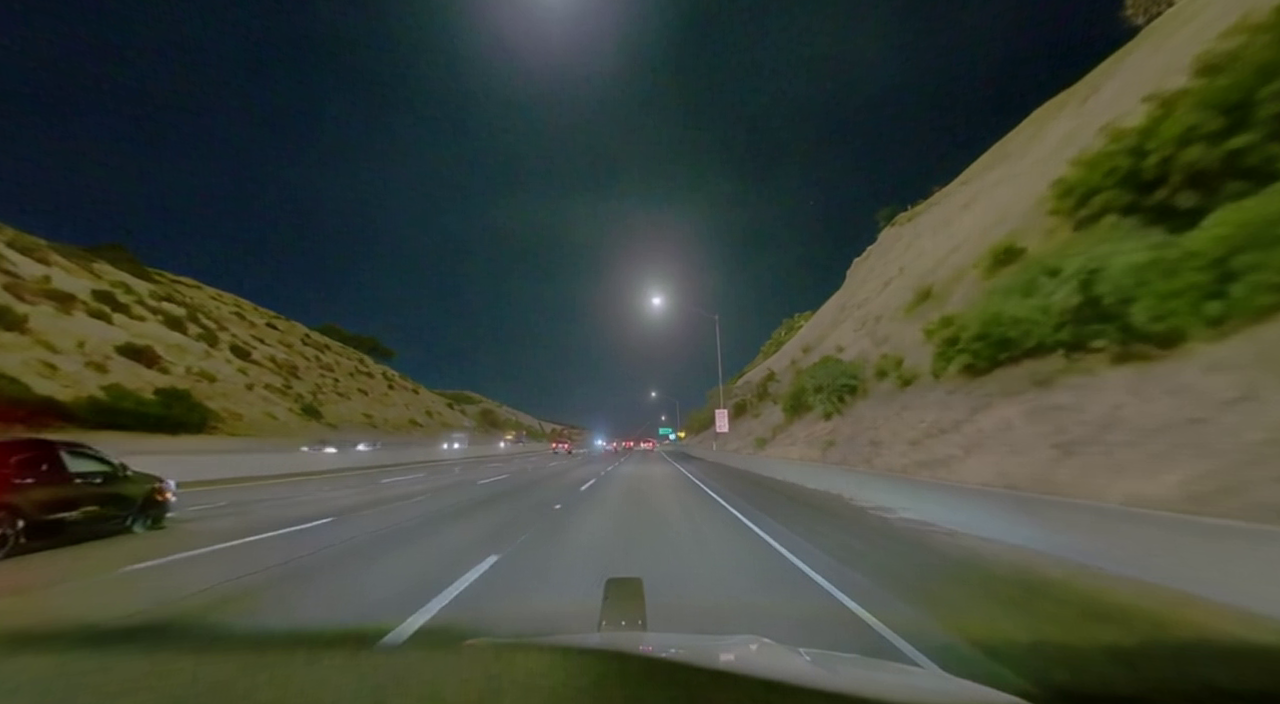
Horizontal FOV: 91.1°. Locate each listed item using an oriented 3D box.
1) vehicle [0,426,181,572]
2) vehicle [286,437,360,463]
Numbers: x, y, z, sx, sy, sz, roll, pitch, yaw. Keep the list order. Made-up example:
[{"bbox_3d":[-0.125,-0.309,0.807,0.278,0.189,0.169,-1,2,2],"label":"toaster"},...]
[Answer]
[{"bbox_3d":[-7.472,1.507,6.474,1.949,1.465,4.563,0,-8,1],"label":"vehicle"},{"bbox_3d":[-21.655,6.716,43.173,2.105,1.664,5.527,0,-8,1],"label":"vehicle"}]
